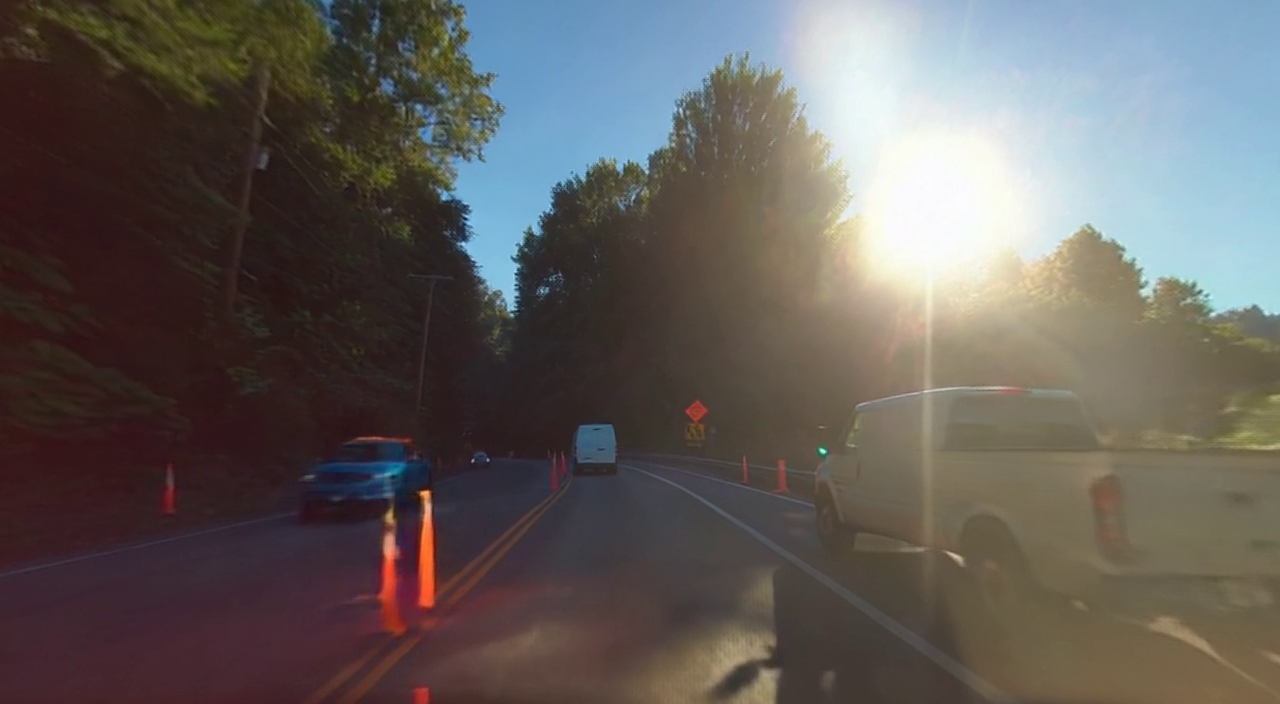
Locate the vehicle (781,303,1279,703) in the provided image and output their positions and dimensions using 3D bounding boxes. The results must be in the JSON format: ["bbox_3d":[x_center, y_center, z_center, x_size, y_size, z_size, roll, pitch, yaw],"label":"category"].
[{"bbox_3d":[3.580,1.224,6.477,2.415,1.932,6.910,1,-8,-3],"label":"vehicle"}]

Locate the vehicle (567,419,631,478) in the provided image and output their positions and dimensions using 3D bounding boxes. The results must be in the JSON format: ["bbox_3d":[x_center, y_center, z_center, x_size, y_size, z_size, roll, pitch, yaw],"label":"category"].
[{"bbox_3d":[-1.858,4.123,27.031,2.362,2.247,4.892,1,-8,-8],"label":"vehicle"}]

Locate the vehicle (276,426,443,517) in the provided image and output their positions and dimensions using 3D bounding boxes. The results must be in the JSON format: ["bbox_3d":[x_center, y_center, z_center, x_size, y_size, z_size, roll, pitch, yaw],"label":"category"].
[{"bbox_3d":[-6.094,2.631,14.441,1.992,1.712,4.504,1,-8,-4],"label":"vehicle"}]

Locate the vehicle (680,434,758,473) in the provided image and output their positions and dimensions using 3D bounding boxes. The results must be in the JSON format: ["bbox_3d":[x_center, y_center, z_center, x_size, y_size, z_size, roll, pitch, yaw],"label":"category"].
[{"bbox_3d":[2.900,3.839,24.137,2.277,1.299,3.889,-1,-8,-3],"label":"vehicle"}]
